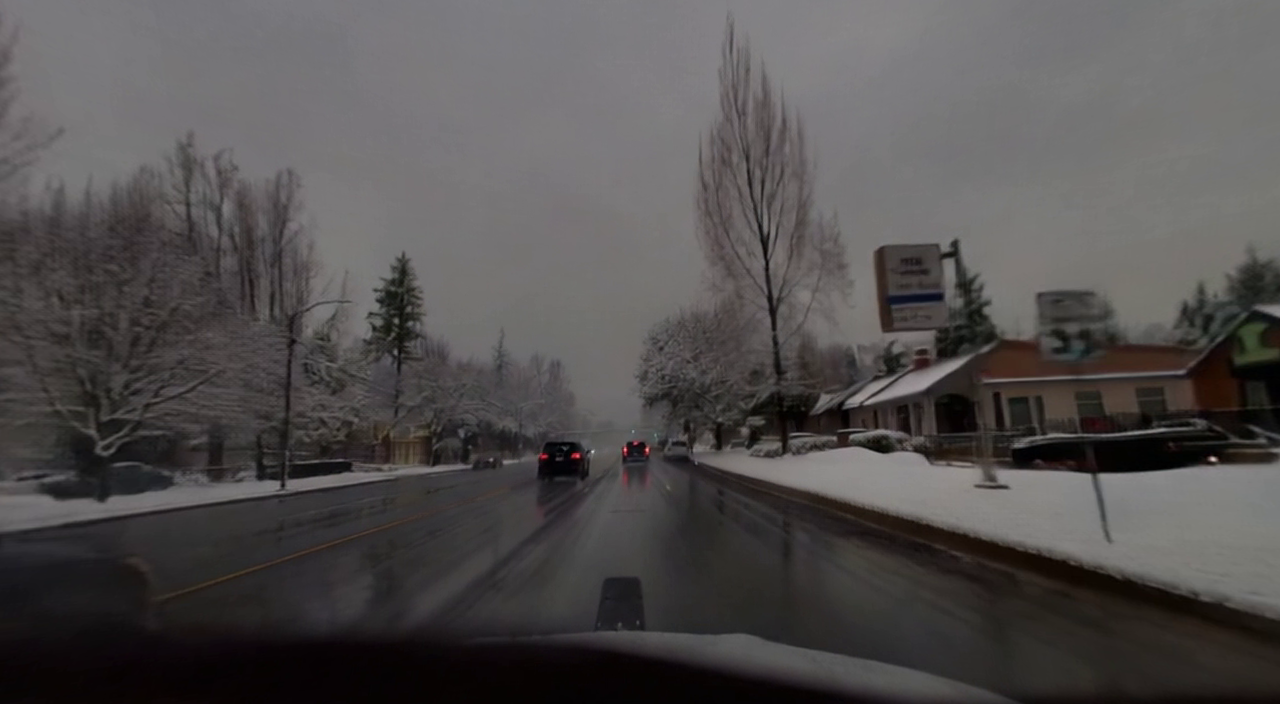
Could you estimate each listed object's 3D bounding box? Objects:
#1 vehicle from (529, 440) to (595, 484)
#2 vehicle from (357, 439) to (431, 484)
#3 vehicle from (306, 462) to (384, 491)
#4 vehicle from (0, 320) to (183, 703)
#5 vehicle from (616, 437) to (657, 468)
[{"bbox_3d":[-3.096,4.474,25.983,2.167,1.634,4.220,0,-9,0],"label":"vehicle"},{"bbox_3d":[-16.428,7.280,42.578,2.474,2.431,6.256,-5,-7,-1],"label":"vehicle"},{"bbox_3d":[-16.305,6.875,35.231,1.880,1.372,4.915,0,-9,1],"label":"vehicle"},{"bbox_3d":[-3.116,0.512,0.163,2.257,1.751,5.028,0,-9,-1],"label":"vehicle"},{"bbox_3d":[-0.258,6.161,38.788,2.376,1.801,4.317,0,-9,-2],"label":"vehicle"}]
